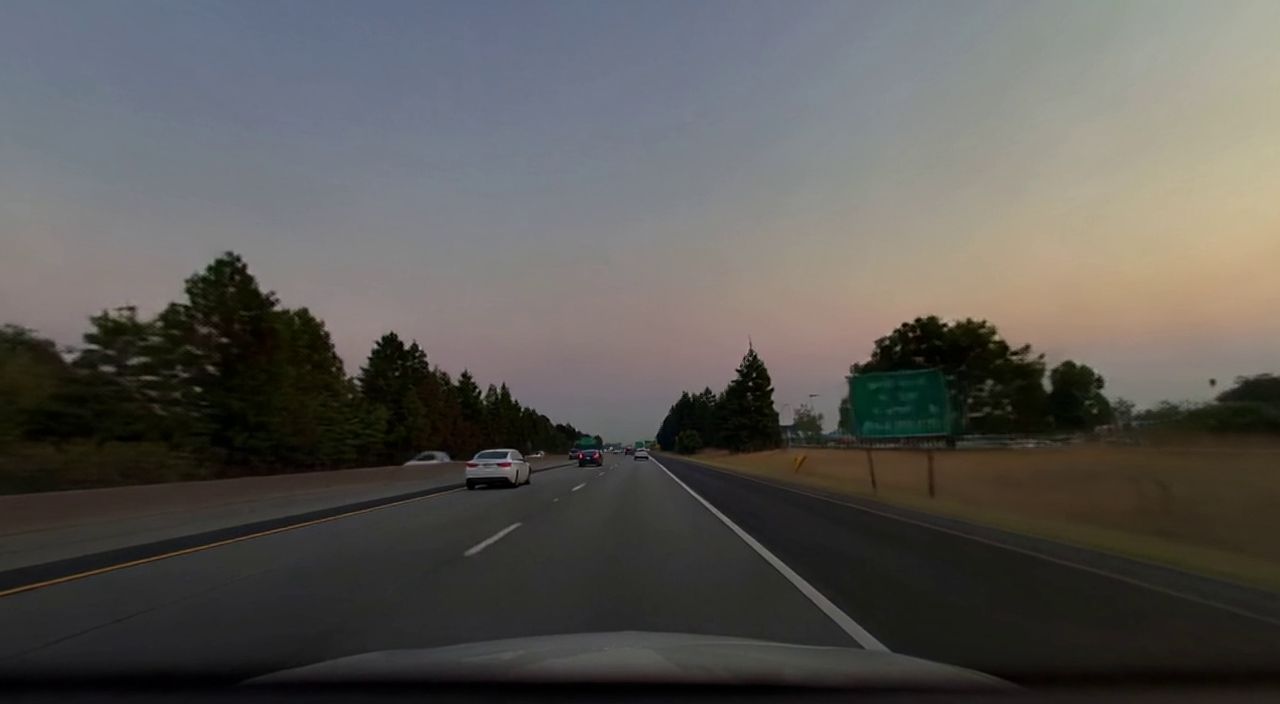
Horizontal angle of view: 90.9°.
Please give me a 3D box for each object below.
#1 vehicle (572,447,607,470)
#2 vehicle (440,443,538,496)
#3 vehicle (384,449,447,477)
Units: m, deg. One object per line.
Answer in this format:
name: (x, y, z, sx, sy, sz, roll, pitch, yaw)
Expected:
vehicle: (-3.381, 7.177, 42.573, 2.005, 1.474, 3.921, 0, -9, 1)
vehicle: (-4.740, 3.755, 20.534, 1.975, 1.501, 4.603, 0, -9, 1)
vehicle: (-13.600, 6.747, 38.482, 1.928, 1.584, 5.200, 0, -9, 0)
